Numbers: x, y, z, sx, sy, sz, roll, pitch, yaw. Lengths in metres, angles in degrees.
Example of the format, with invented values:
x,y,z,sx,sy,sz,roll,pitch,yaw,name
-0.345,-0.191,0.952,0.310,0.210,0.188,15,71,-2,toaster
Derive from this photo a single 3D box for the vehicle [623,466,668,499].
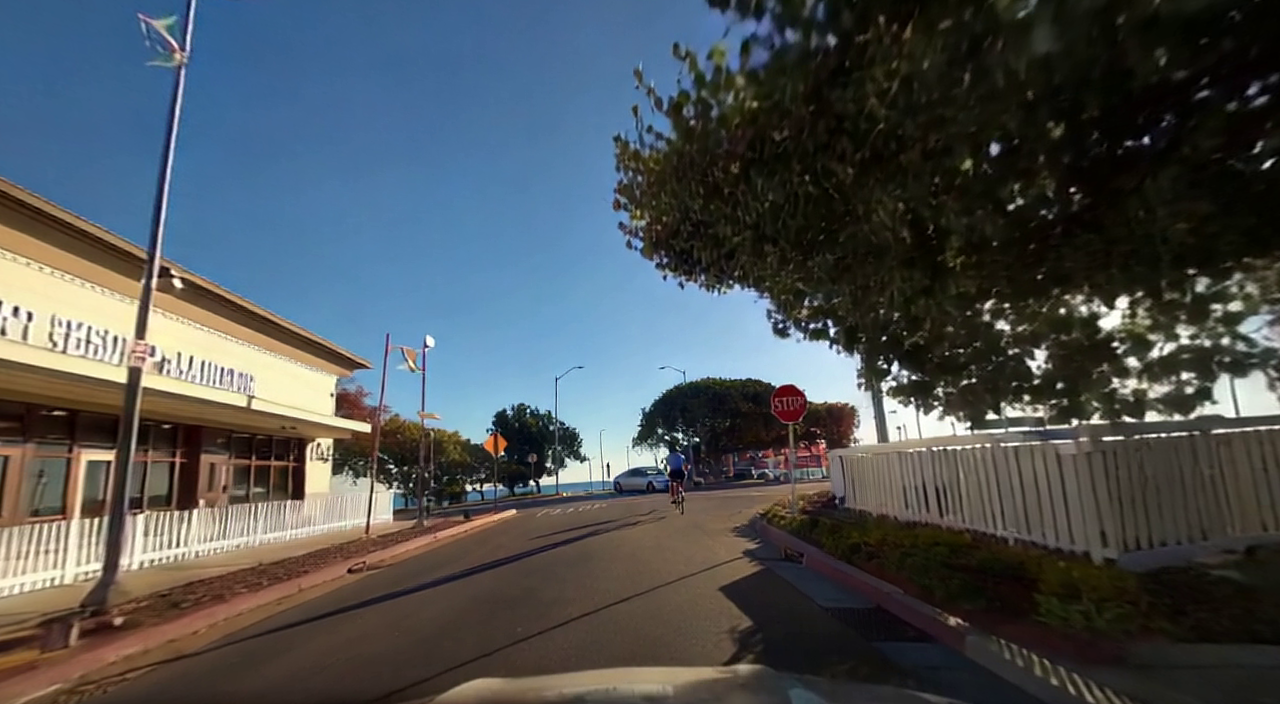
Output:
x,y,z,sx,sy,sz,roll,pitch,yaw,name
0.199,7.192,35.188,2.112,1.479,5.323,0,-8,-4,vehicle
